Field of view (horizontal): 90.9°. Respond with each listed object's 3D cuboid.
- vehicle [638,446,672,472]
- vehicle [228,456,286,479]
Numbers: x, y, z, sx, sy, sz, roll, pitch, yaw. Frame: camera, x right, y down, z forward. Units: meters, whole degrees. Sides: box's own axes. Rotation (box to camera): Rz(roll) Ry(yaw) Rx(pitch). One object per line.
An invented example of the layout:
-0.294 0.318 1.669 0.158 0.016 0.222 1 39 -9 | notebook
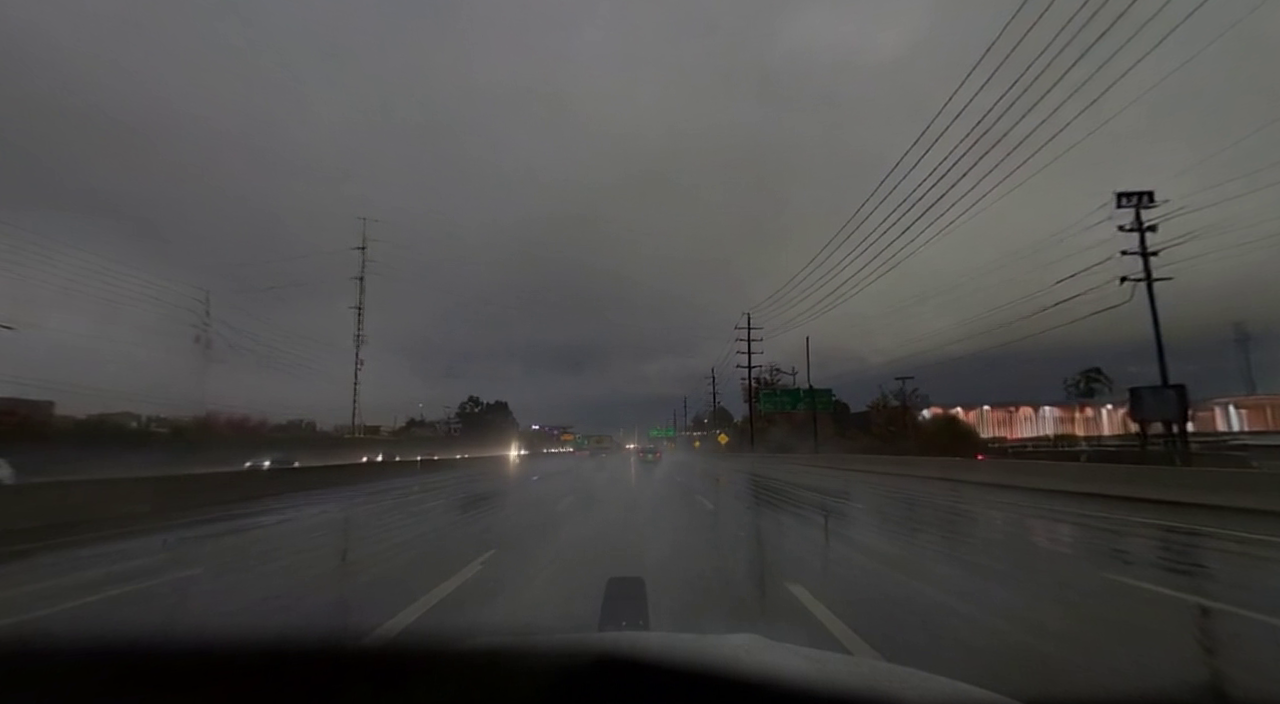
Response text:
0.835 6.396 37.991 1.891 1.444 3.968 0 -8 -1 | vehicle
-23.721 7.141 39.147 1.460 1.329 3.273 0 -8 1 | vehicle
